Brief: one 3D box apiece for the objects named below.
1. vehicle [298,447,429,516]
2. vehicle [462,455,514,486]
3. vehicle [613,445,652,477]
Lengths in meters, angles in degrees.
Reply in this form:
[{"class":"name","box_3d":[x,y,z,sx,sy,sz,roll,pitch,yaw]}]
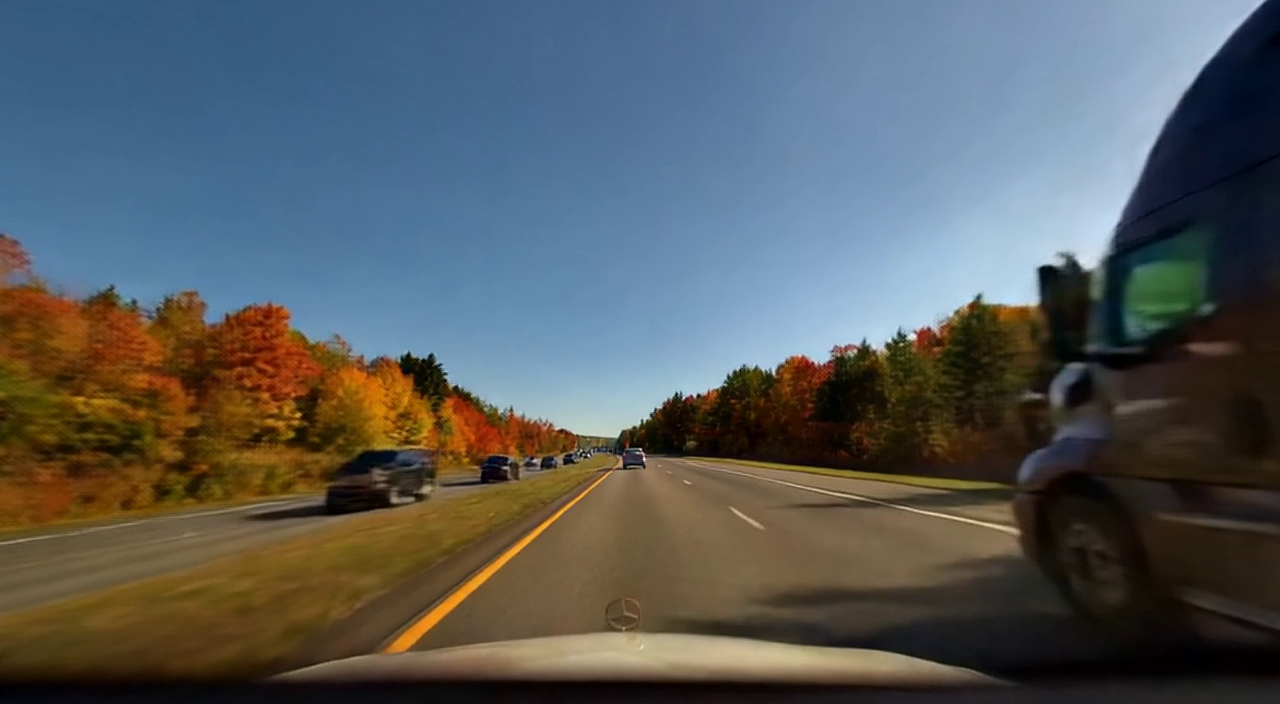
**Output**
[{"class":"vehicle","box_3d":[-9.060,4.250,21.147,2.221,2.006,4.849,-1,-9,-1]},{"class":"vehicle","box_3d":[-9.001,7.029,37.442,1.991,1.650,4.391,-1,-9,0]},{"class":"vehicle","box_3d":[-0.450,6.496,37.510,2.168,1.705,4.272,-1,-9,-1]}]
